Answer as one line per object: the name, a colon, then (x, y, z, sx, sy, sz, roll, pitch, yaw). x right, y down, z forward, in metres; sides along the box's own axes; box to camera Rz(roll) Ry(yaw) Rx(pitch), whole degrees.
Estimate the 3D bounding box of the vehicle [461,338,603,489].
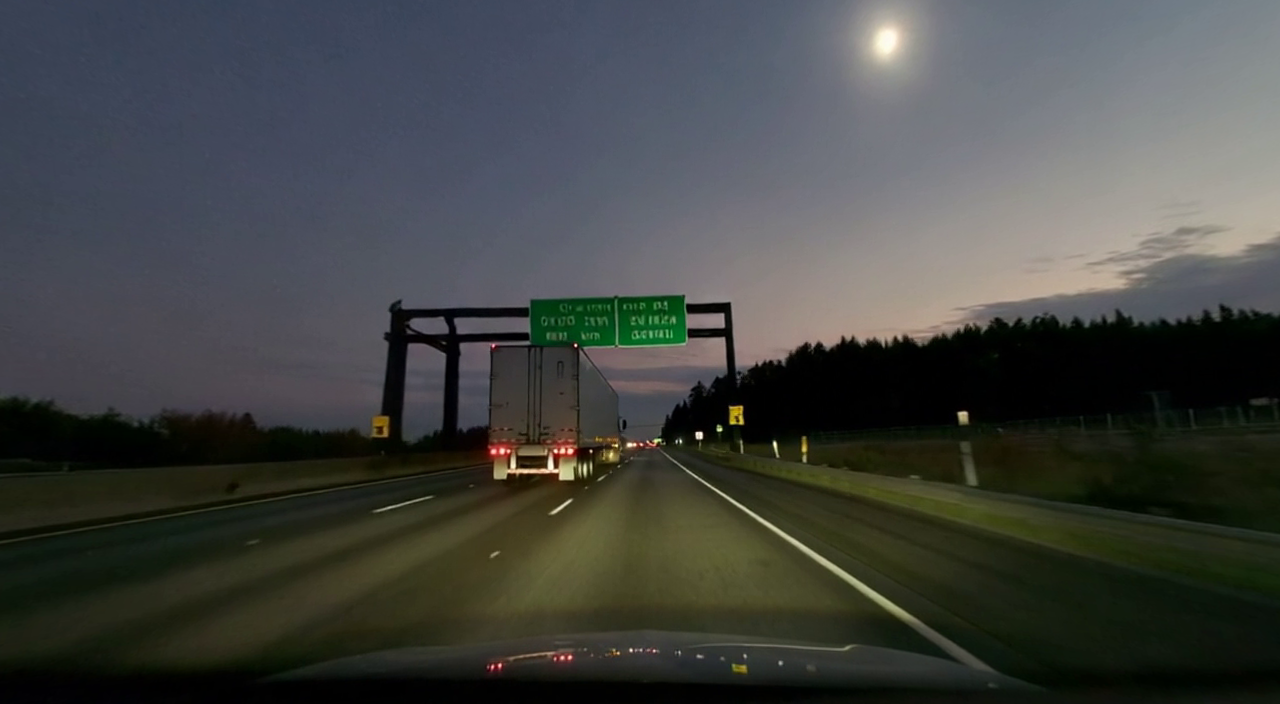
vehicle: (-3.321, 2.679, 24.105, 2.947, 4.051, 14.256, -1, -8, 0)
